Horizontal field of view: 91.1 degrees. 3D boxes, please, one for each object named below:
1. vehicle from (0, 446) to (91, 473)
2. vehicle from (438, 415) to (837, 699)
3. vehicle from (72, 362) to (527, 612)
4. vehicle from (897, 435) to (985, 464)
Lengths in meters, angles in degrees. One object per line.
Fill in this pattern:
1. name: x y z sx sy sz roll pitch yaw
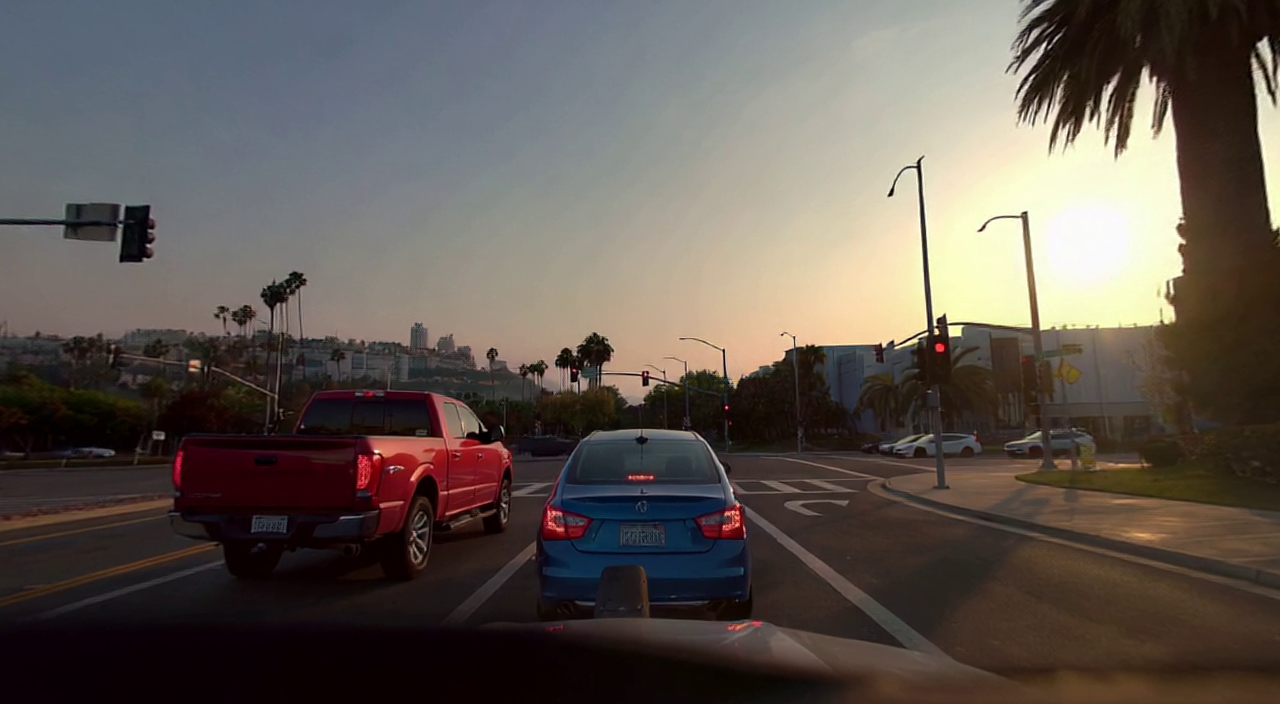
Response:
1. vehicle: -37.152 6.629 38.829 4.576 1.617 1.937 0 -8 2
2. vehicle: 0.012 1.404 5.500 2.122 1.501 4.152 0 -8 1
3. vehicle: -3.243 1.480 7.895 2.330 1.969 5.626 -1 -8 3
4. vehicle: 18.771 6.090 39.294 4.466 1.717 1.963 0 -8 2
